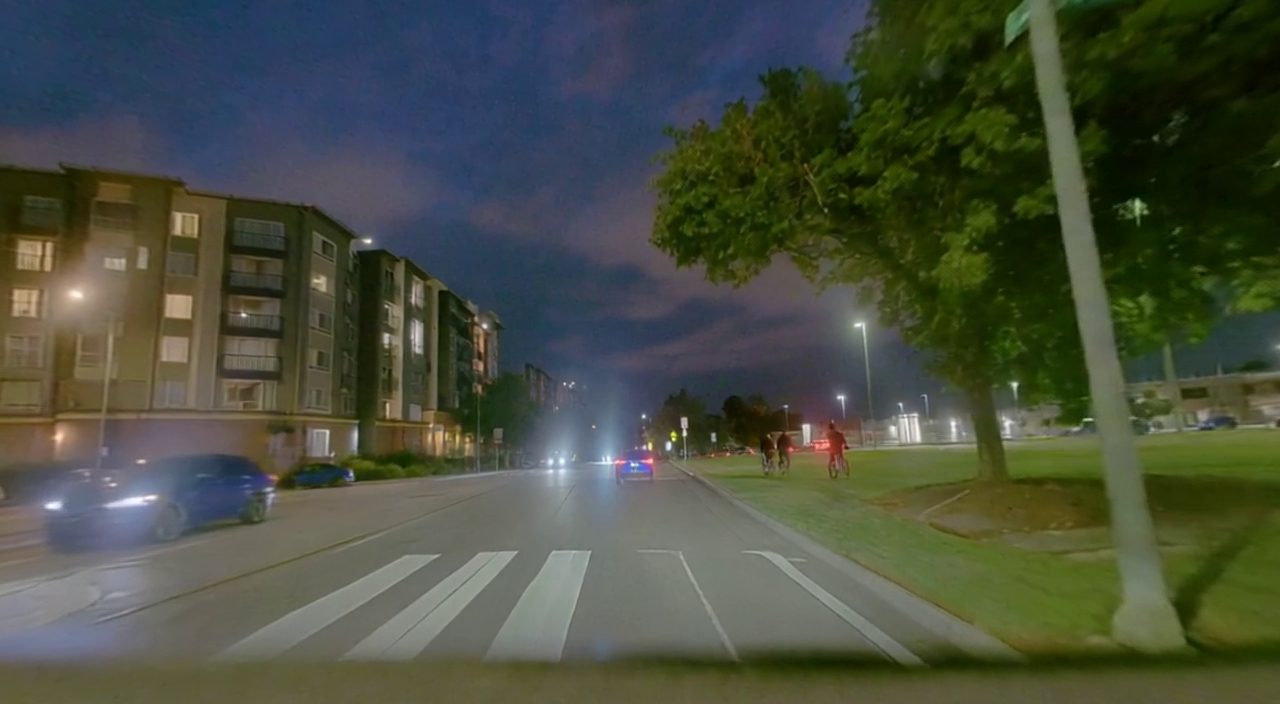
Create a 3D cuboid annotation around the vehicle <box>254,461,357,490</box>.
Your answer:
[{"bbox_3d":[-18.881,6.950,35.729,2.116,1.409,4.607,-8,-12,43],"label":"vehicle"}]

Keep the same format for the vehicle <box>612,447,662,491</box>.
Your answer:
[{"bbox_3d":[-0.109,3.937,21.158,1.559,1.351,2.452,-1,-11,-1],"label":"vehicle"}]

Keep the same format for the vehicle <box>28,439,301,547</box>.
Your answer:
[{"bbox_3d":[-9.149,2.690,12.757,2.126,1.780,4.279,0,-8,0],"label":"vehicle"}]
